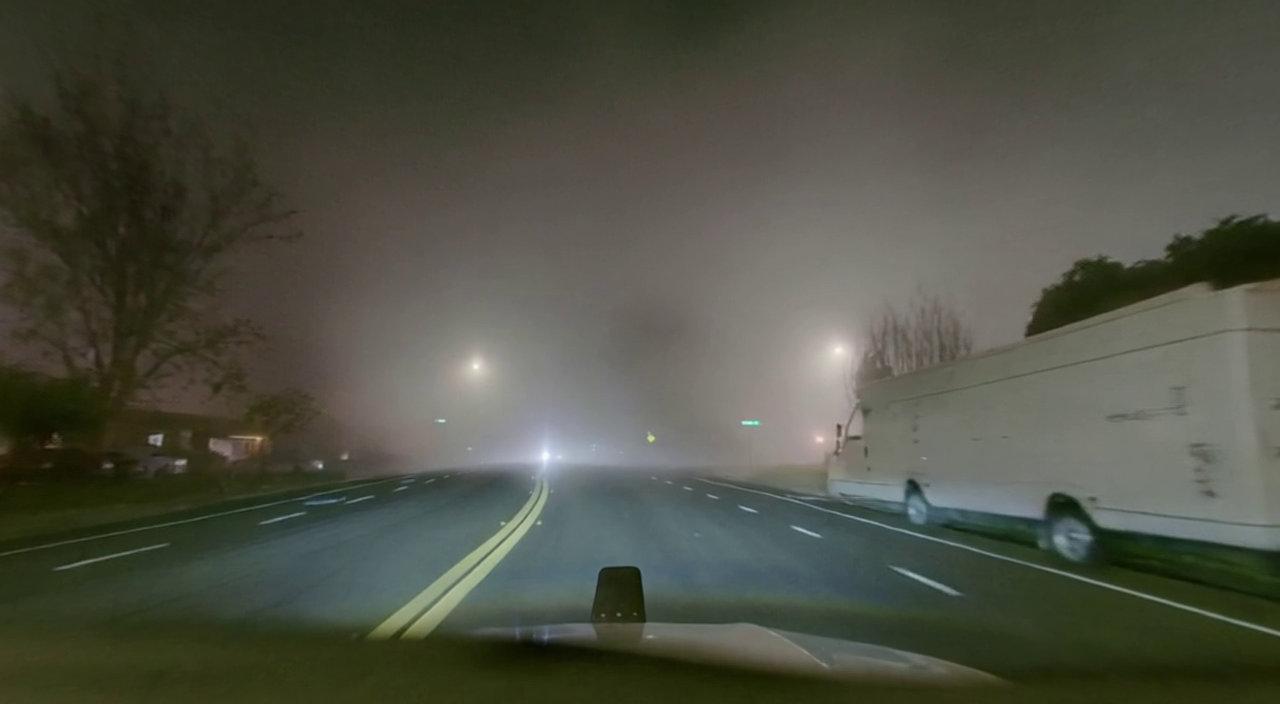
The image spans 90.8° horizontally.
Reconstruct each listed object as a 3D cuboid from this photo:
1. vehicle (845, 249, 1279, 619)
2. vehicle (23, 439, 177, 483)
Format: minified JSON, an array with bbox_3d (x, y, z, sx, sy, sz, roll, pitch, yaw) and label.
[{"bbox_3d":[6.966,1.183,9.005,4.991,2.862,7.939,1,-8,-4],"label":"vehicle"},{"bbox_3d":[-25.135,5.055,29.615,4.975,1.847,2.096,0,-8,-11],"label":"vehicle"}]
